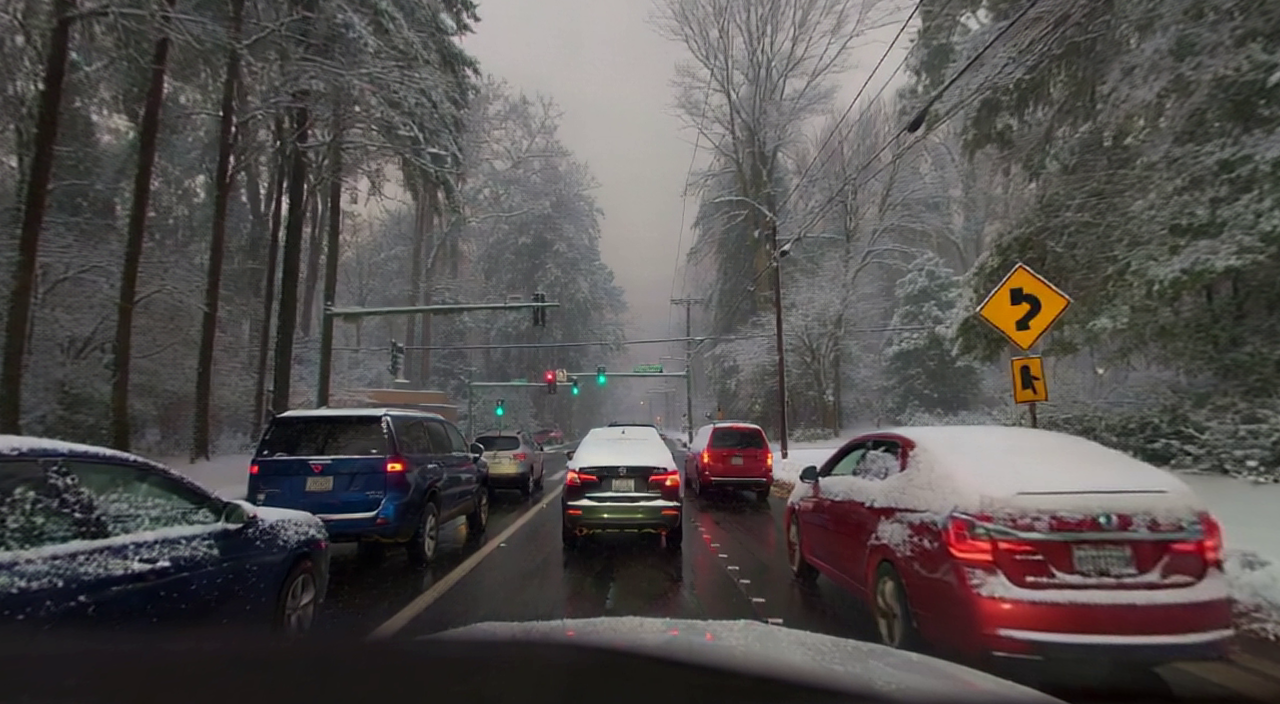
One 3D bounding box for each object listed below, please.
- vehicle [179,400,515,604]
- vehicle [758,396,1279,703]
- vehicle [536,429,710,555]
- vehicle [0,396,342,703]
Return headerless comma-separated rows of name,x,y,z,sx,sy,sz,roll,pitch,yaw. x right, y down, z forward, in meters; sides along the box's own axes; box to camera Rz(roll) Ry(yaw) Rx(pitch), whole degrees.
vehicle,-2.897,1.576,7.451,1.964,1.712,4.097,0,-8,0
vehicle,2.522,1.302,5.292,2.116,1.497,4.652,0,-8,-1
vehicle,-0.252,1.923,9.324,2.025,1.453,3.848,0,-8,-2
vehicle,-2.922,0.839,1.611,1.974,1.484,4.716,0,-8,0
